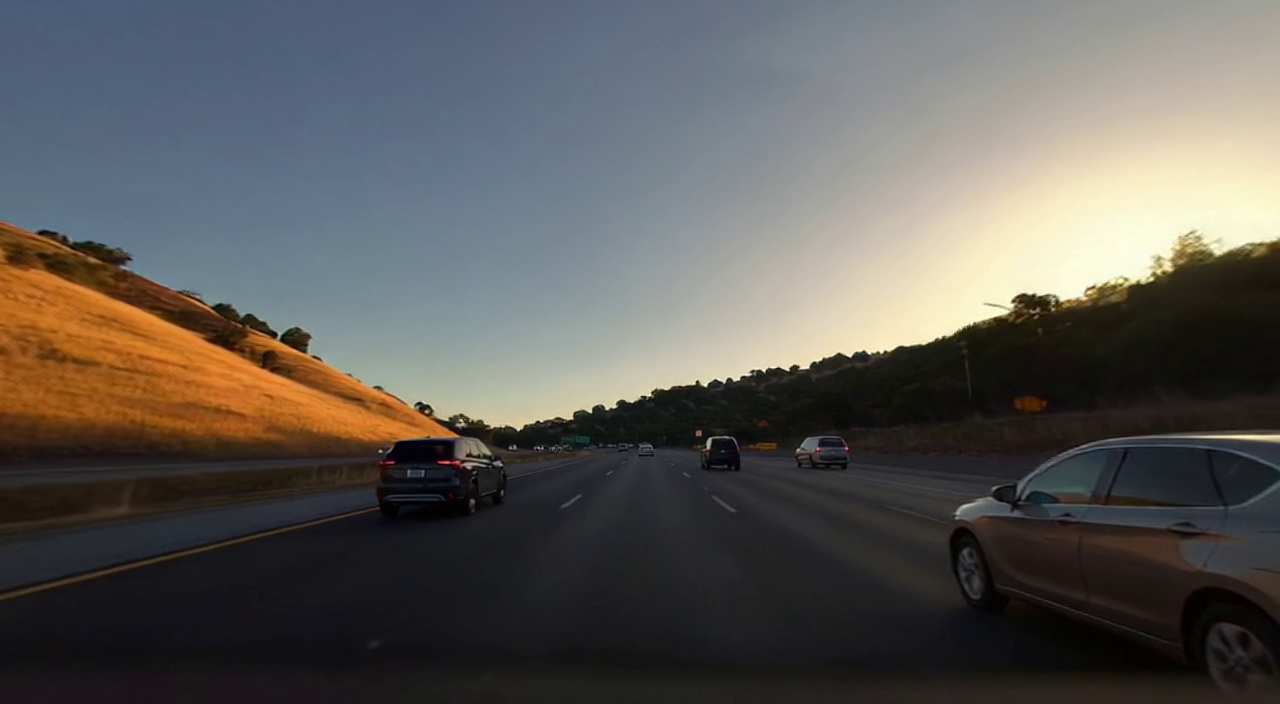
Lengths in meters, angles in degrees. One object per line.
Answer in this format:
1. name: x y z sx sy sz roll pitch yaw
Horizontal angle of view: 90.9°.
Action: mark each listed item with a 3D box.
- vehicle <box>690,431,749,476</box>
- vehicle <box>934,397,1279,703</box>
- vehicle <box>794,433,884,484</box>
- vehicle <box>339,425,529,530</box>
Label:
1. vehicle: 3.615 4.741 29.707 2.121 1.925 5.056 0 -8 0
2. vehicle: 3.443 1.020 3.111 1.941 1.481 4.300 0 -8 1
3. vehicle: 7.413 4.003 24.005 1.998 1.717 4.338 0 -8 0
4. vehicle: -3.721 2.352 12.422 2.166 1.672 4.388 -1 -8 1
